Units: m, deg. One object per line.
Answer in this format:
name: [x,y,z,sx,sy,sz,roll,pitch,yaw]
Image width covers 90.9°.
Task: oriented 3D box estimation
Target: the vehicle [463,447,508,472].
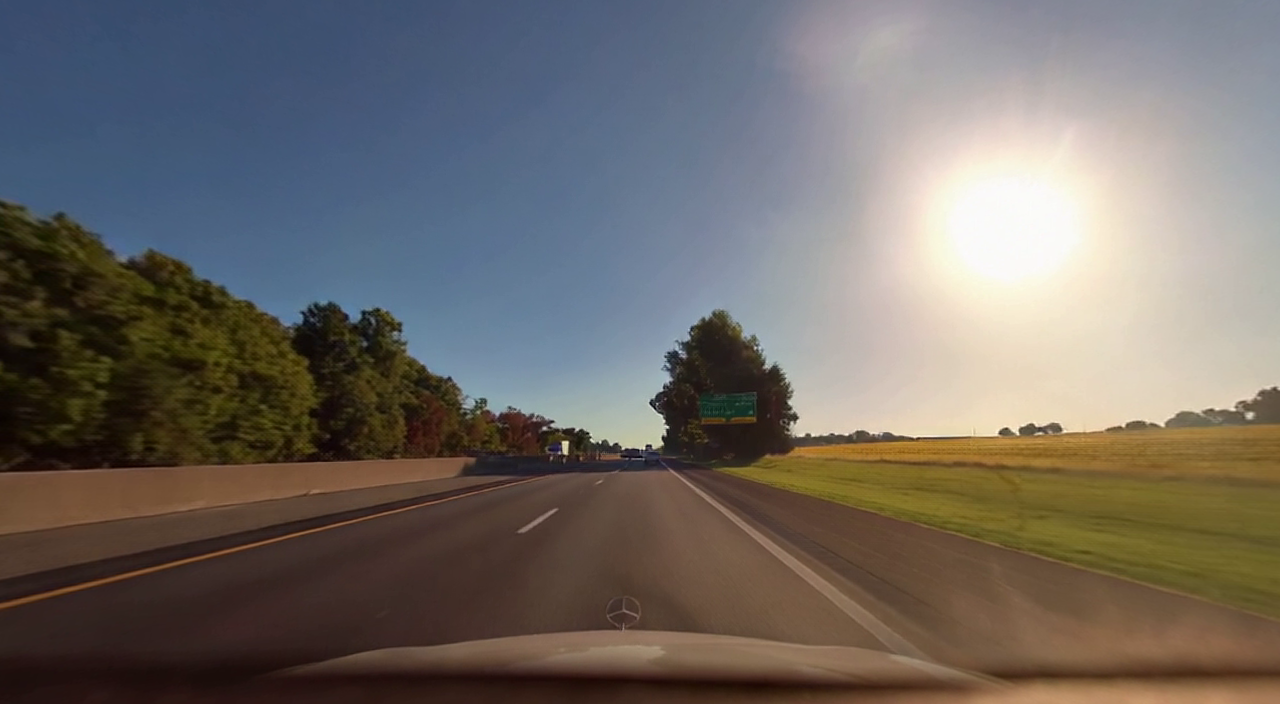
vehicle: [-11.982,8.369,49.275,2.059,1.763,5.143,-1,-9,2]
